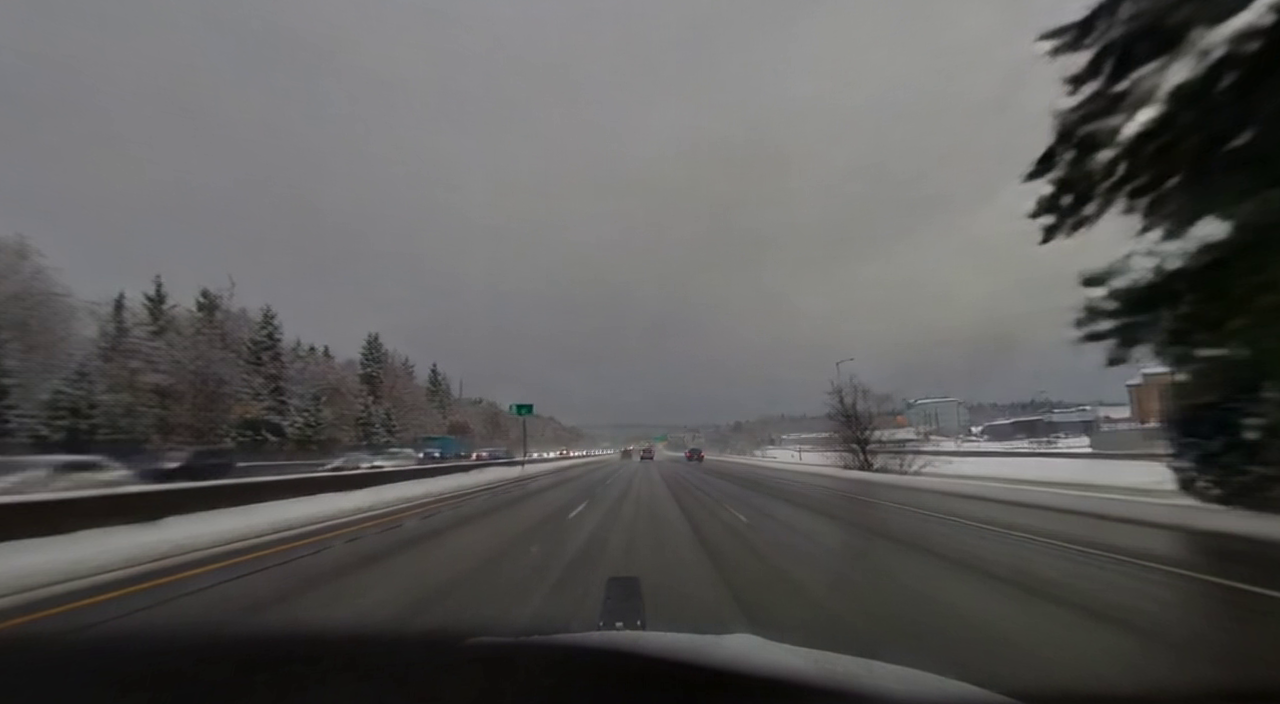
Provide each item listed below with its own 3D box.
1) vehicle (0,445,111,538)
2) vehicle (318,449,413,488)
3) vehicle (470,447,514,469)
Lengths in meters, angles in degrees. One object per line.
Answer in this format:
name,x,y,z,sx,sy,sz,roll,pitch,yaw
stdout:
vehicle,-11.067,2.162,9.629,1.953,1.442,4.571,-1,-9,1
vehicle,-11.251,4.781,26.207,1.847,1.440,4.488,-1,-9,1
vehicle,-10.698,7.717,45.871,2.064,1.477,4.488,-1,-9,2
